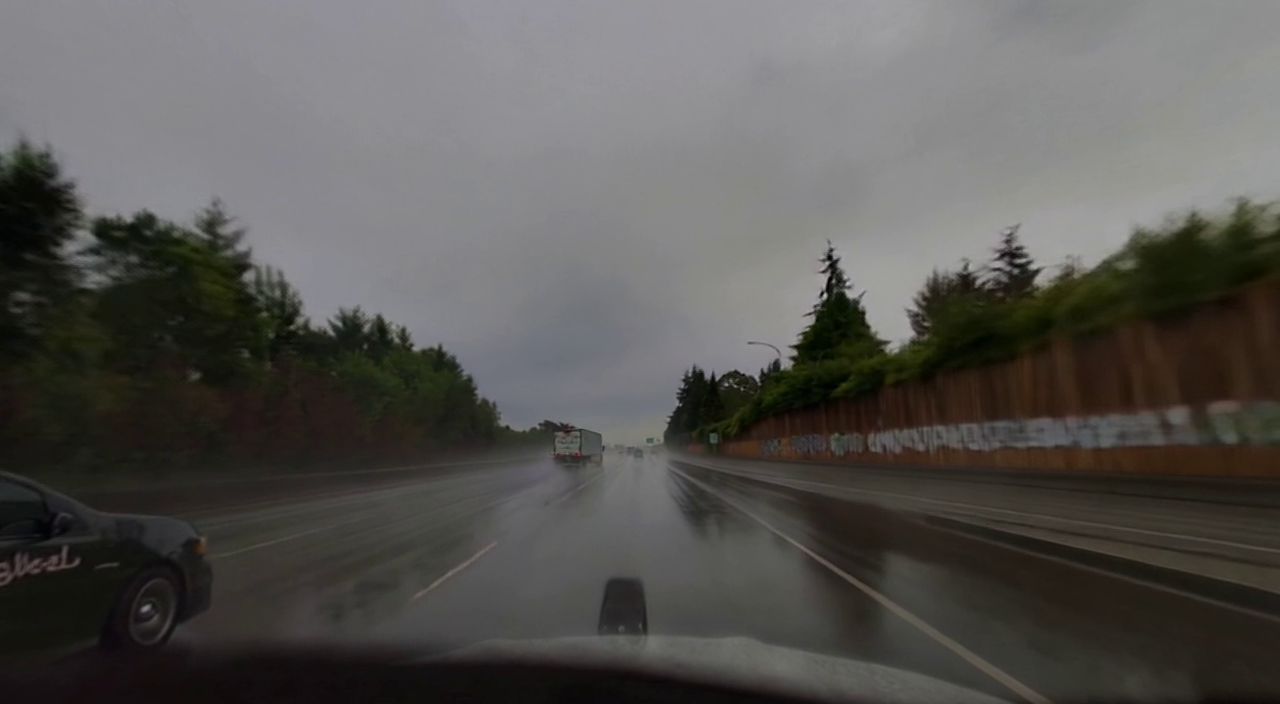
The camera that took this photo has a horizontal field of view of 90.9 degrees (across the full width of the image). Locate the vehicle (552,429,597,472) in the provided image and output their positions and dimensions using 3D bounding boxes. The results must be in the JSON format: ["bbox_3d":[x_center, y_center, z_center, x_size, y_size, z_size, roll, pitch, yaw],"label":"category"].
[{"bbox_3d":[-4.061,6.279,40.307,2.305,2.517,5.486,0,-9,0],"label":"vehicle"}]

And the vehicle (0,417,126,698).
[{"bbox_3d":[-4.431,0.869,1.857,2.024,1.476,4.466,0,-9,1],"label":"vehicle"}]
